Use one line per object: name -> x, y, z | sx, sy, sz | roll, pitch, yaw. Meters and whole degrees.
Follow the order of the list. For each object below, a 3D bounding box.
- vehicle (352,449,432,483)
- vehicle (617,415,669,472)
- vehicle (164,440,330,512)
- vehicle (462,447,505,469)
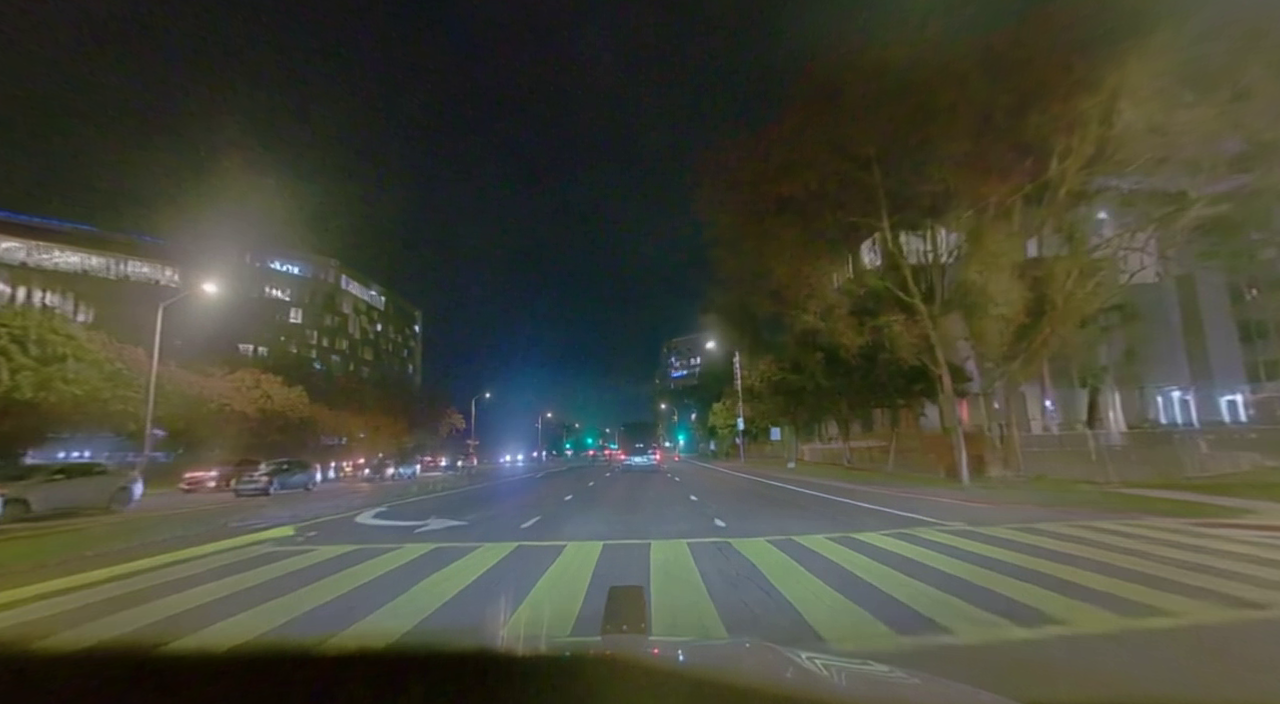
vehicle -> -11.774, 5.401, 30.267 | 1.935, 1.467, 4.451 | -1, -8, 2
vehicle -> 0.082, 5.830, 40.094 | 2.843, 3.120, 10.422 | 0, -8, -1
vehicle -> -12.342, 3.849, 20.320 | 2.068, 1.747, 5.040 | -4, -7, 1
vehicle -> -11.448, 7.779, 46.372 | 1.884, 1.486, 4.566 | -1, -8, 2
